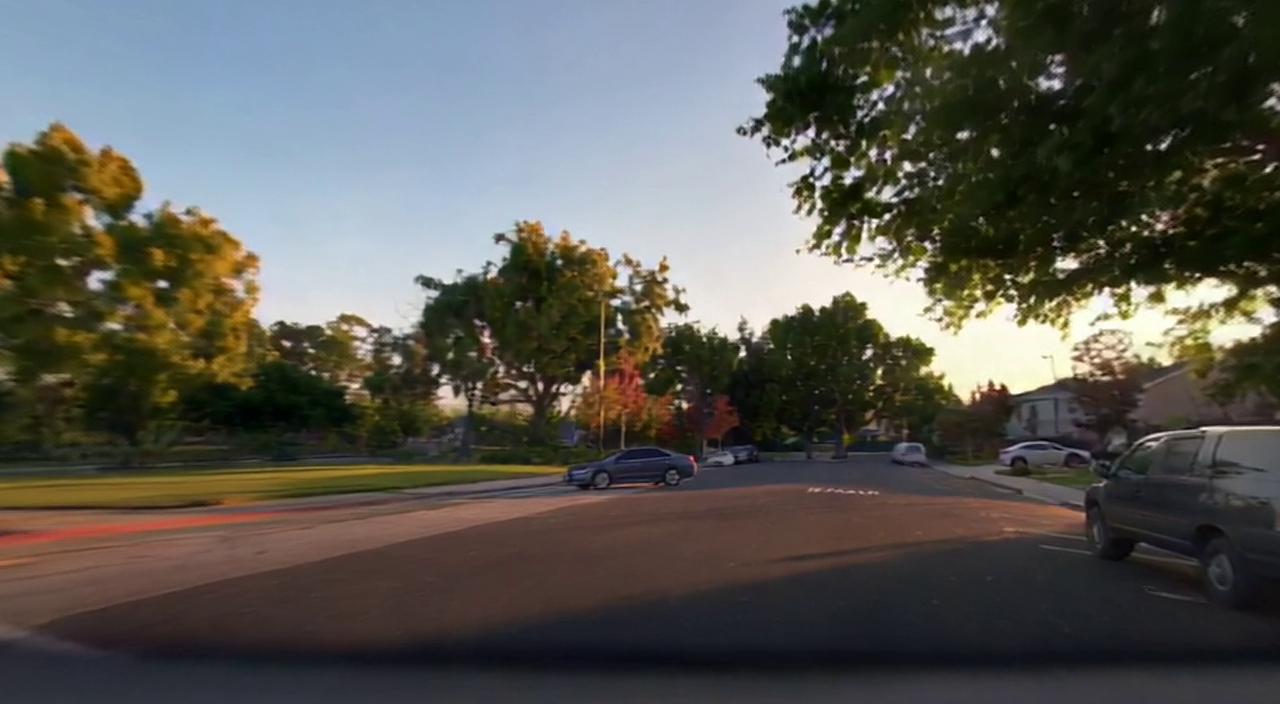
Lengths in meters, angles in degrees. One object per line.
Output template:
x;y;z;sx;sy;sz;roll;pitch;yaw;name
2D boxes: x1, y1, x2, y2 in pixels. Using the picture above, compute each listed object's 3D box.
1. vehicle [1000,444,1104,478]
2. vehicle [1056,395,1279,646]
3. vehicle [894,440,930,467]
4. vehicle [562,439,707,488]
24.310;6.428;37.480;4.733;1.843;2.005;-2;-8;20;vehicle
6.312;1.545;6.680;2.154;1.855;4.689;-3;-9;21;vehicle
20.873;7.769;48.559;2.051;1.925;4.625;-3;-9;18;vehicle
-0.235;3.870;22.108;4.750;1.559;1.928;2;-9;-13;vehicle
